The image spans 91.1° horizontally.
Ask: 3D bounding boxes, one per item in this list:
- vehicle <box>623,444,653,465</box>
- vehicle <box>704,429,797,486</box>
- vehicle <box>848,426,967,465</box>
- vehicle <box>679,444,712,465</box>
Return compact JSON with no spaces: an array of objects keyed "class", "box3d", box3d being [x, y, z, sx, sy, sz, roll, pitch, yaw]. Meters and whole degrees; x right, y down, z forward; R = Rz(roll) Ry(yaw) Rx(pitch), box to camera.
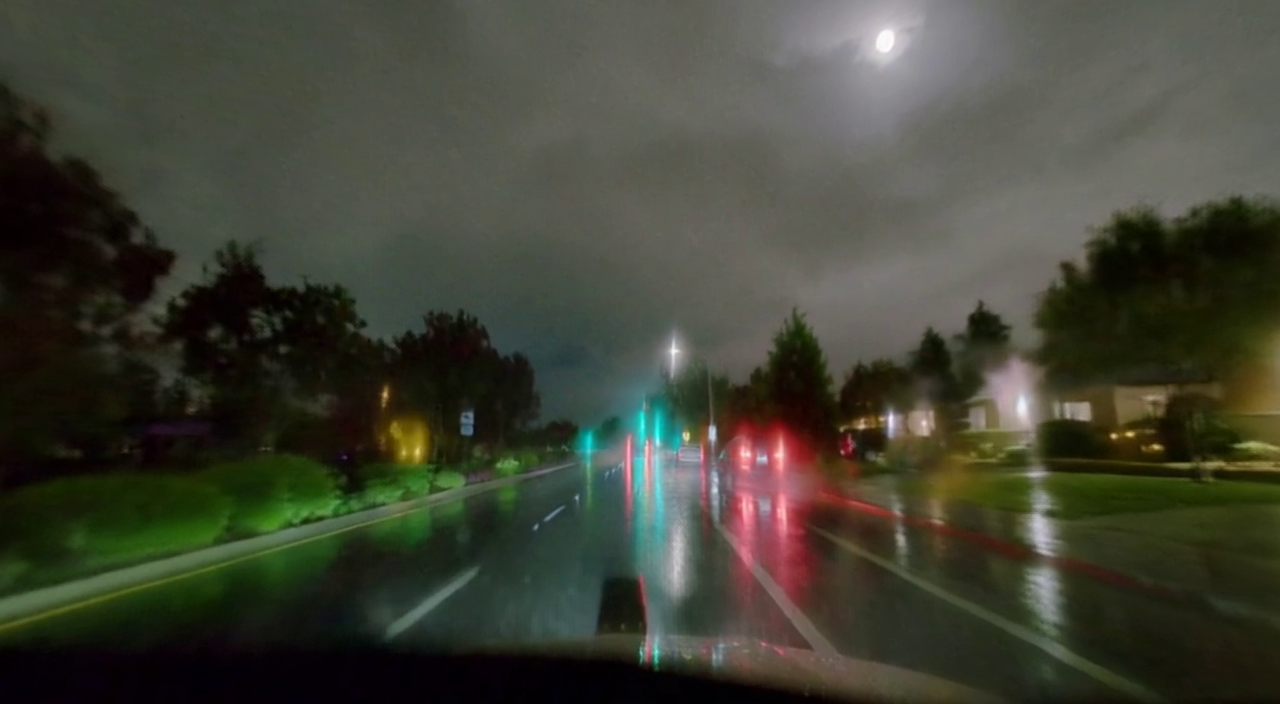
[{"class":"vehicle","box3d":[-0.109,7.491,46.060,2.054,1.456,4.003,0,-8,1]},{"class":"vehicle","box3d":[3.834,3.792,22.878,2.203,1.828,5.336,0,-8,-2]},{"class":"vehicle","box3d":[12.714,4.449,30.081,4.694,1.622,2.067,-2,-7,1]},{"class":"vehicle","box3d":[4.243,7.930,48.802,2.069,1.491,4.676,1,-9,-1]}]
